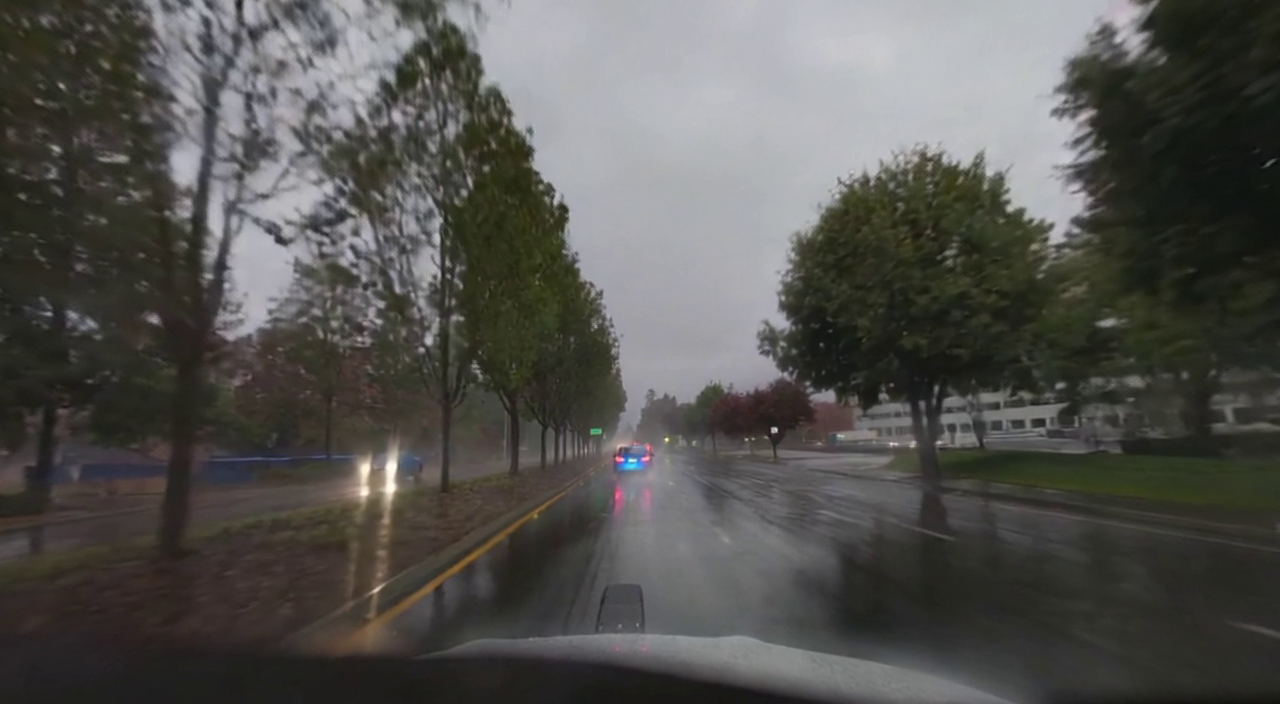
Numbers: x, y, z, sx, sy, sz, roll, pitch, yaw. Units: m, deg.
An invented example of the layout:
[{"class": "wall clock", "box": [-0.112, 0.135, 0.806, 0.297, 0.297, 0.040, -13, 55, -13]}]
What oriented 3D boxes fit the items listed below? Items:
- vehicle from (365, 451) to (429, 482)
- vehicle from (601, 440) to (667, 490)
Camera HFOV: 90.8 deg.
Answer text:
[{"class": "vehicle", "box": [-14.683, 6.916, 38.449, 2.019, 1.681, 4.548, -1, -9, 1]}, {"class": "vehicle", "box": [-0.206, 3.819, 21.728, 2.042, 1.479, 4.601, 0, -8, -1]}]
